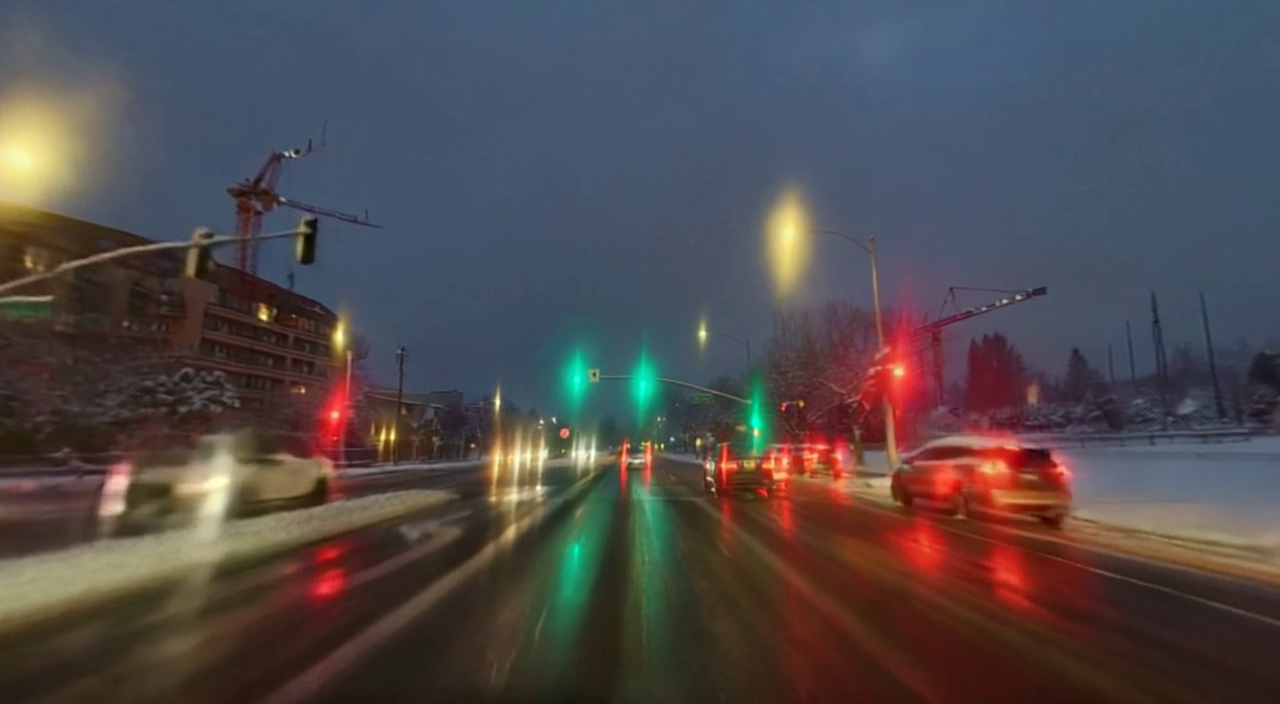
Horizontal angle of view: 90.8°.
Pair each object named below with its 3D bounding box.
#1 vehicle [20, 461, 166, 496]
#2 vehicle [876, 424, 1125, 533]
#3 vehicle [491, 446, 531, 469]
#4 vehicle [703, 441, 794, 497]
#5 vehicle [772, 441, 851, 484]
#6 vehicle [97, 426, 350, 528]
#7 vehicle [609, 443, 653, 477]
[{"bbox_3d":[-24.330,5.613,28.253,4.575,1.414,1.895,0,-9,-5],"label":"vehicle"},{"bbox_3d":[7.217,2.583,13.648,2.125,1.838,5.555,0,-9,0],"label":"vehicle"},{"bbox_3d":[-8.874,7.274,43.859,1.902,1.503,4.240,0,-9,0],"label":"vehicle"},{"bbox_3d":[3.086,3.417,18.821,1.910,1.474,4.003,0,-9,-1],"label":"vehicle"},{"bbox_3d":[7.292,4.735,27.392,2.031,1.708,4.567,0,-9,-1],"label":"vehicle"},{"bbox_3d":[-8.260,2.498,13.269,2.115,1.723,4.698,0,-9,-1],"label":"vehicle"},{"bbox_3d":[-0.423,5.139,30.289,2.006,1.487,3.535,0,-9,0],"label":"vehicle"}]
